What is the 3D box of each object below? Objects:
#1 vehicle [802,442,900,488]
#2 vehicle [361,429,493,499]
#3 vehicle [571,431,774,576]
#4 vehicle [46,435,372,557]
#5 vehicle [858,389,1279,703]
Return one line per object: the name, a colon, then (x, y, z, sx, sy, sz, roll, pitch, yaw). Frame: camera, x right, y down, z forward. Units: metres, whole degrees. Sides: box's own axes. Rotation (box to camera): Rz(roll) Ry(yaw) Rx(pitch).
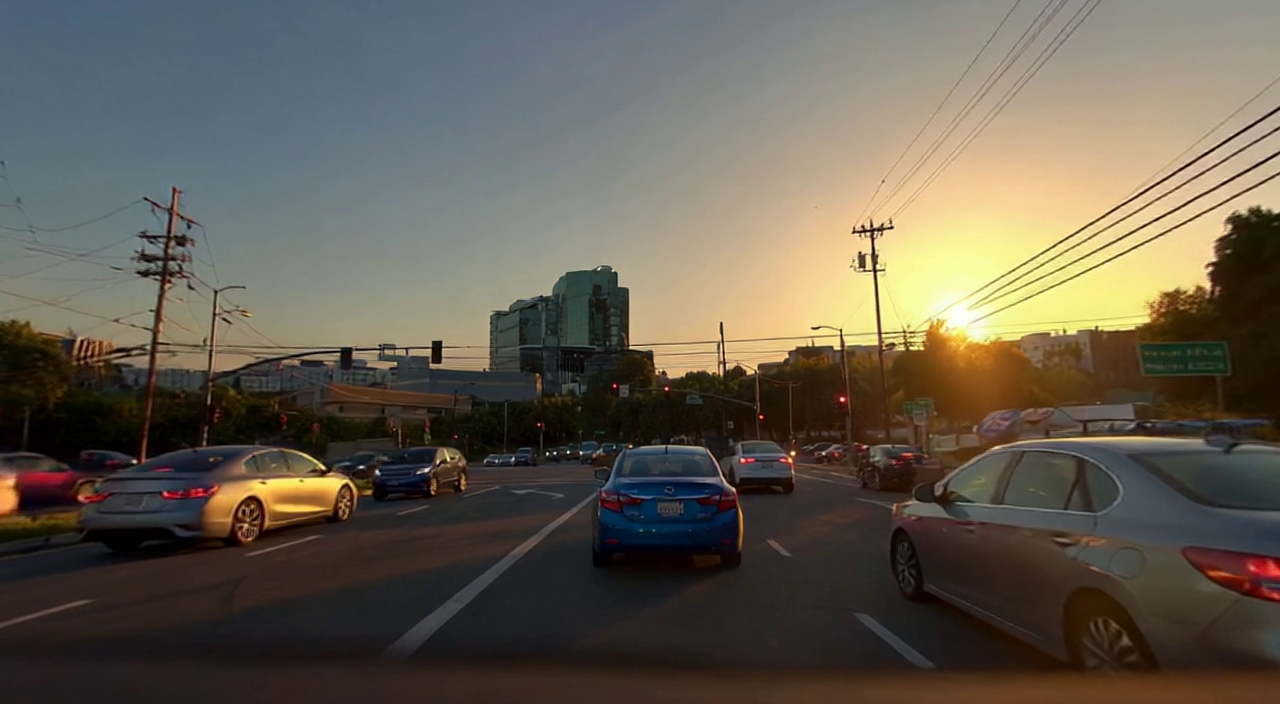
vehicle: (7.283, 3.911, 22.258, 1.867, 1.459, 4.436, 0, -8, -1)
vehicle: (-6.241, 3.331, 19.281, 2.070, 1.824, 5.196, -1, -8, 2)
vehicle: (0.328, 1.872, 8.613, 2.109, 1.483, 3.964, 0, -8, 0)
vehicle: (-6.405, 2.148, 10.258, 1.955, 1.497, 4.639, -1, -8, 1)
vehicle: (3.136, 1.179, 4.238, 1.870, 1.523, 4.096, 0, -8, 0)
